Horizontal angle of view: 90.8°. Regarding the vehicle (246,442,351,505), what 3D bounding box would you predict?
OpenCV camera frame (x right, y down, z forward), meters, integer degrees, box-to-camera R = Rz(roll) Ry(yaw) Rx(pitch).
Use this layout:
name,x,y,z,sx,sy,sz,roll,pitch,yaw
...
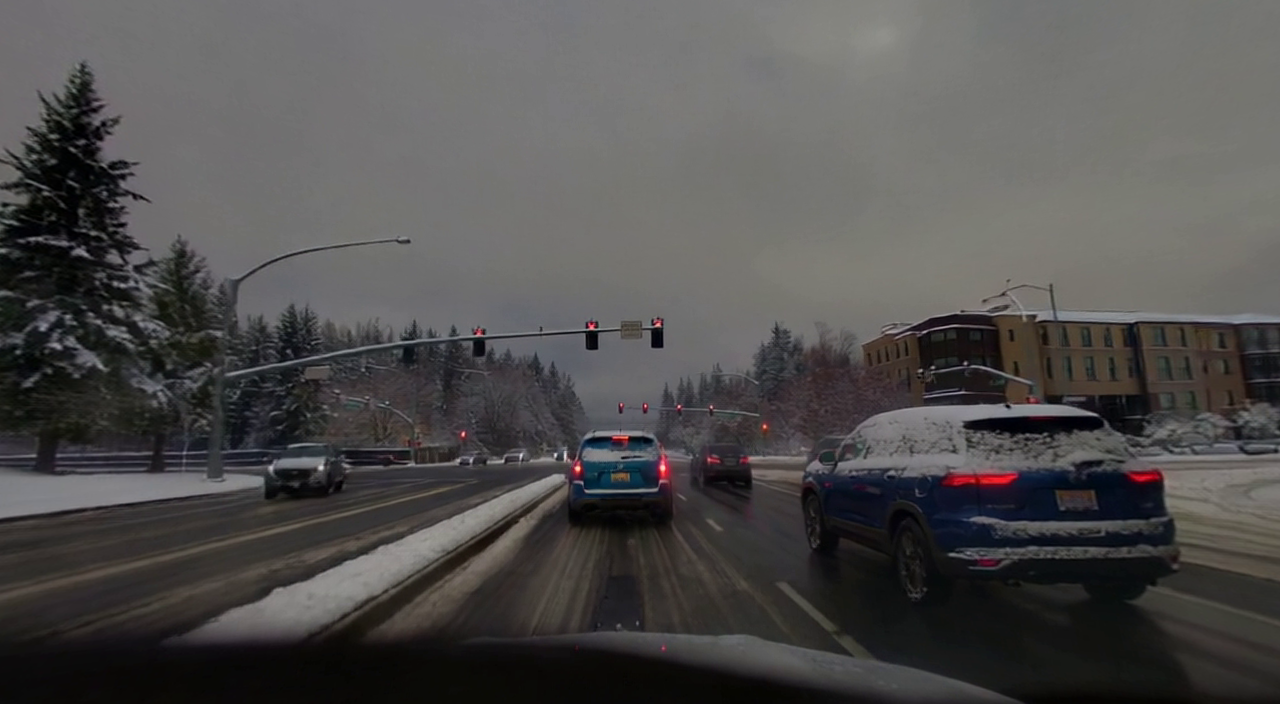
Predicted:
name,x,y,z,sx,sy,sz,roll,pitch,yaw
vehicle,-12.027,4.237,22.667,2.354,1.949,4.905,2,-9,-18

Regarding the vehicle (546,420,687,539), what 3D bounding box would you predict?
name,x,y,z,sx,sy,sz,roll,pitch,yaw
vehicle,-0.386,2.156,11.300,2.039,1.698,4.144,0,-8,-1

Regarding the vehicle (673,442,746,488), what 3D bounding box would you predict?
name,x,y,z,sx,sy,sz,roll,pitch,yaw
vehicle,2.358,3.967,22.551,1.900,1.459,4.260,0,-8,-3

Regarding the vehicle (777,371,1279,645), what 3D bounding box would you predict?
name,x,y,z,sx,sy,sz,roll,pitch,yaw
vehicle,3.083,1.344,6.454,2.228,1.798,4.370,0,-8,-2
